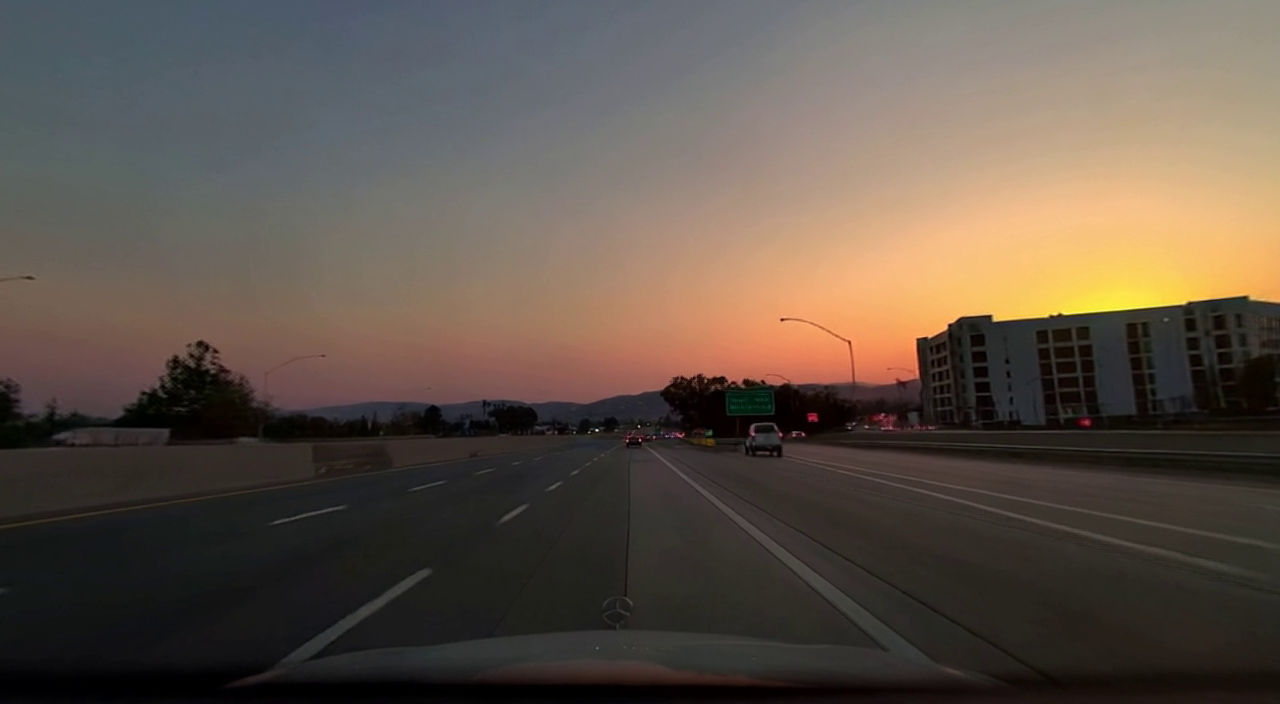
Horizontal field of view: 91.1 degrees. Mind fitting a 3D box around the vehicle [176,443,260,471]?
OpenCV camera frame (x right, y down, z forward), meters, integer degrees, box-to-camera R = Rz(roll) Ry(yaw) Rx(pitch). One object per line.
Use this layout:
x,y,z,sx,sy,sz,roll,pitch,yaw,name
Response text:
-24.631,6.116,36.922,1.868,1.503,4.441,0,-8,0,vehicle
